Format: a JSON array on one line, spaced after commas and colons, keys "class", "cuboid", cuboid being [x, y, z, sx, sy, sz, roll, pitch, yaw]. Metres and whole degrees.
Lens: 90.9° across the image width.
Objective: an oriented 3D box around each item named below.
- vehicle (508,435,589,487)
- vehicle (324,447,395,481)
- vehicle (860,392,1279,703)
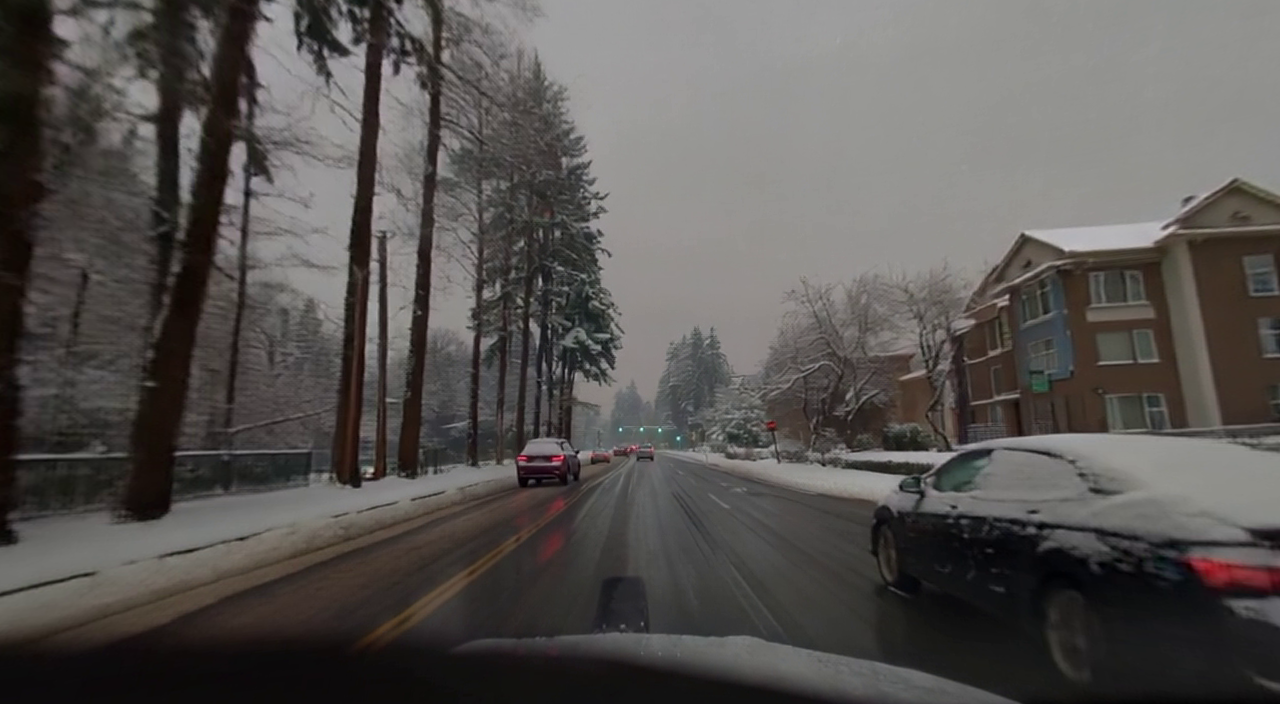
[{"class": "vehicle", "cuboid": [-3.461, 4.229, 24.851, 2.216, 1.828, 4.886, 0, -9, 3]}, {"class": "vehicle", "cuboid": [-17.548, 6.994, 39.798, 2.194, 1.973, 4.870, 0, -9, 0]}, {"class": "vehicle", "cuboid": [3.265, 1.231, 4.392, 1.945, 1.530, 4.320, 0, -9, 1]}]
